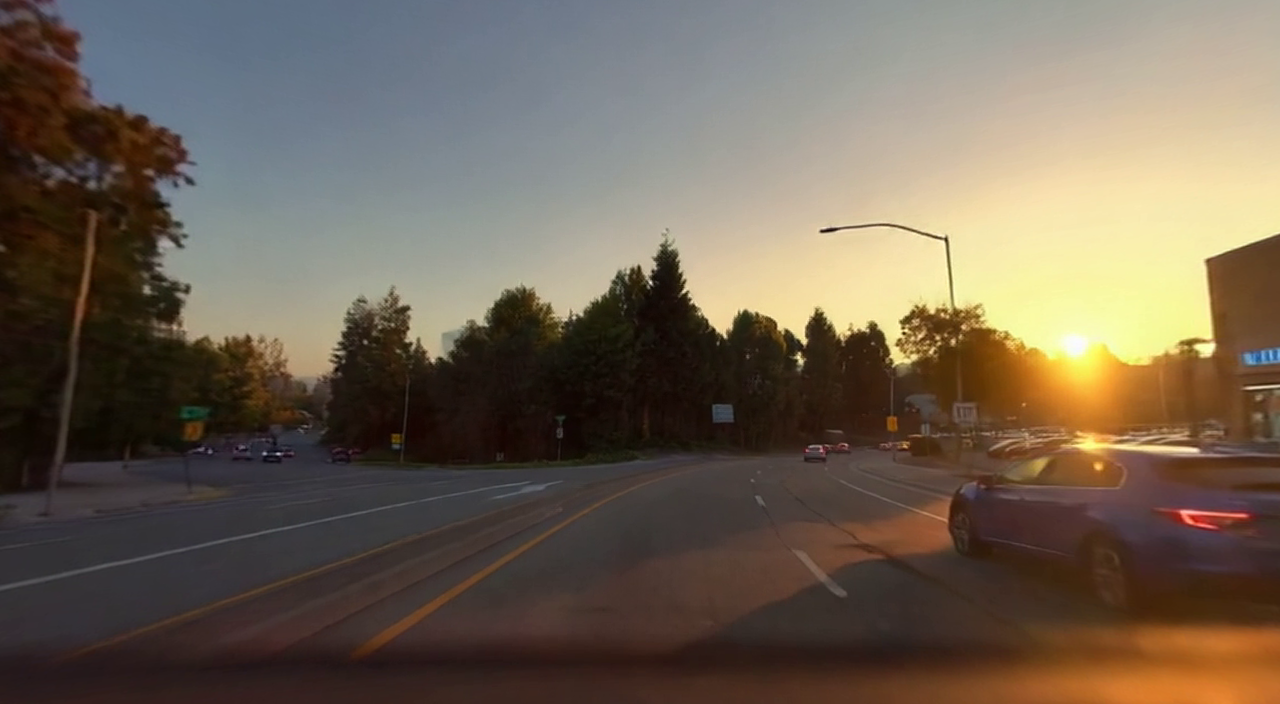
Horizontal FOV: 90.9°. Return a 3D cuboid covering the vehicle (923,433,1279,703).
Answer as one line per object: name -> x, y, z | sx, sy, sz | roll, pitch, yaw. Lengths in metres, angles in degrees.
vehicle -> 4.421, 1.496, 5.525 | 1.938, 1.466, 4.434 | 0, -9, 2

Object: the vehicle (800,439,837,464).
vehicle -> 12.909, 7.160, 45.397 | 2.311, 1.715, 4.287 | -3, -9, 18

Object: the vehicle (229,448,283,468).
vehicle -> -29.703, 8.182, 48.829 | 1.779, 1.458, 4.279 | 1, -9, -5
